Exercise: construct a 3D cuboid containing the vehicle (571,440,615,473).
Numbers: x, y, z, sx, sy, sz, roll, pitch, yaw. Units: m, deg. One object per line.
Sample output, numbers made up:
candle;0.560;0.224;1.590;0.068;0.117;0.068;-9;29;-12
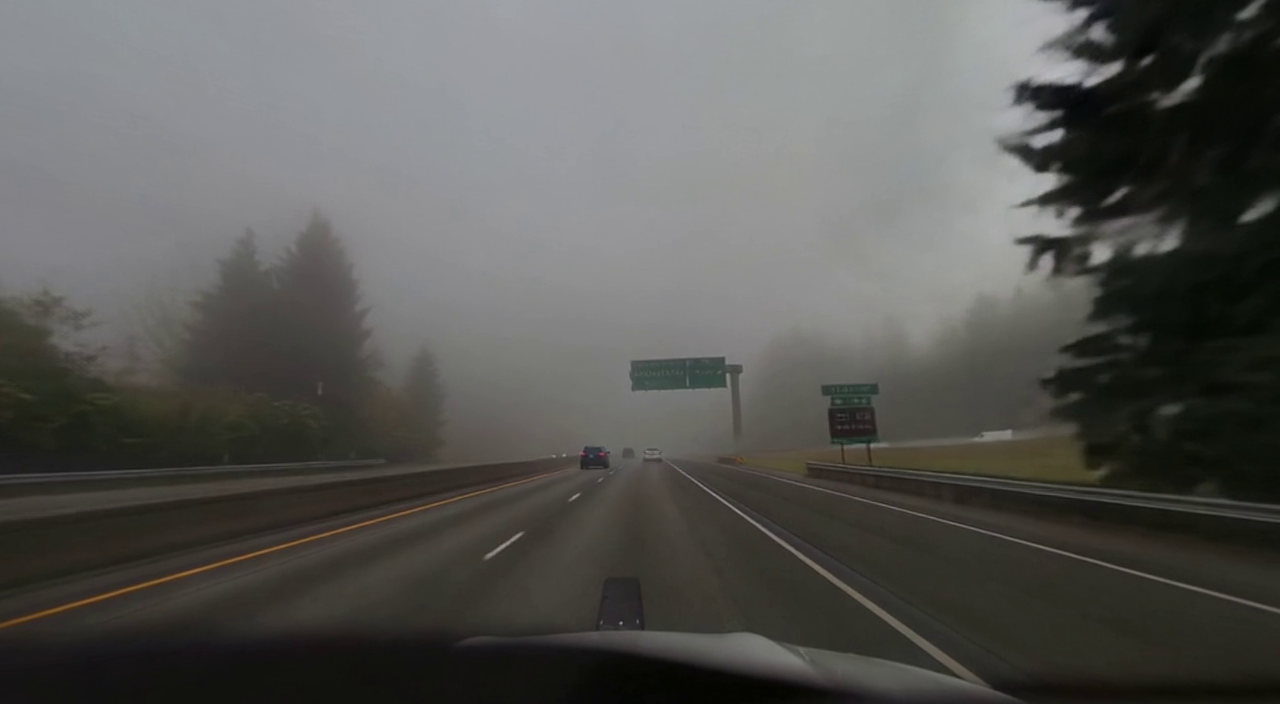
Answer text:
vehicle;-2.702;6.145;37.291;2.143;1.853;4.123;0;-9;2
